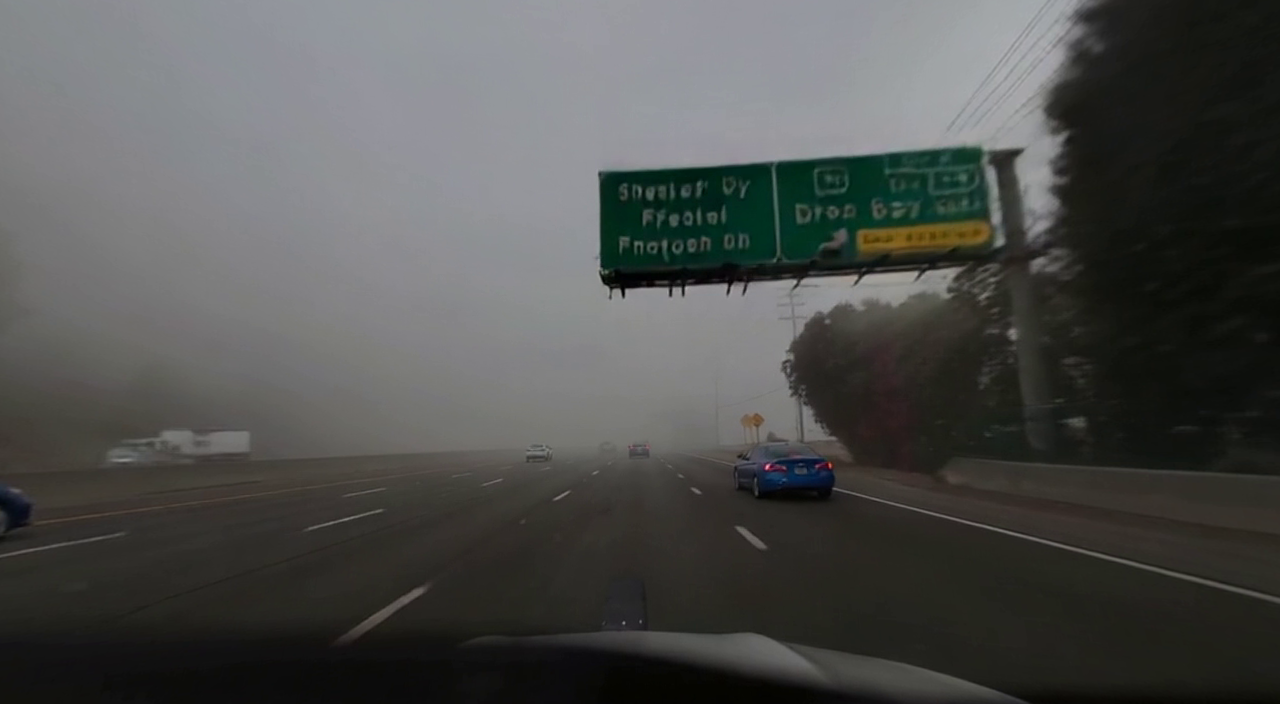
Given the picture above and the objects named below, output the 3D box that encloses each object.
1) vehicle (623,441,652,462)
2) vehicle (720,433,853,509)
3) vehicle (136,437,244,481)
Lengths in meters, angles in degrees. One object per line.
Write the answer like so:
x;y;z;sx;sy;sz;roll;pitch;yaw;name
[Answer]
-0.172;7.185;45.679;2.036;1.474;3.969;0;-8;0;vehicle
3.285;2.758;15.164;2.060;1.526;4.387;0;-8;-1;vehicle
-34.347;8.128;48.578;2.906;3.015;7.192;-1;-8;1;vehicle
